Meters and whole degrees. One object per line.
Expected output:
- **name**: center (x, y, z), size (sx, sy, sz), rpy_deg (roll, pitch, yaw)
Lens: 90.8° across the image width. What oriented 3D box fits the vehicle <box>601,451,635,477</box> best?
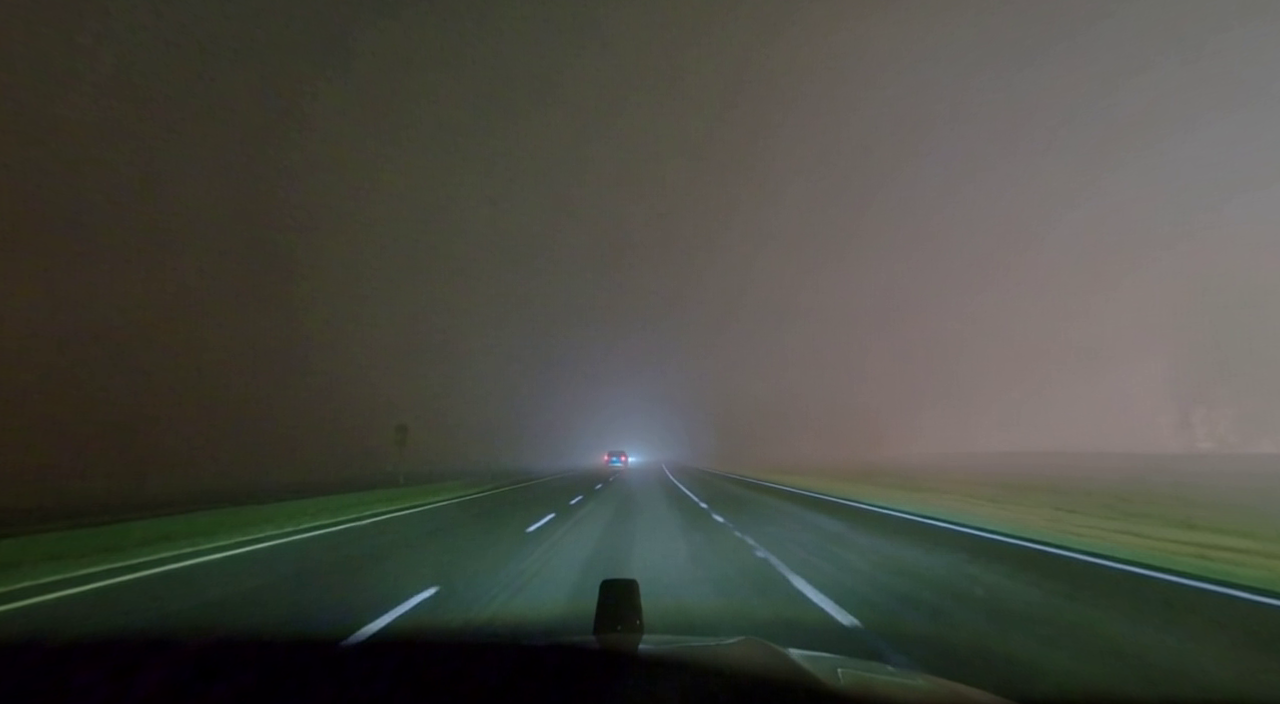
- **vehicle**: center (-1.473, 7.629, 43.282), size (2.053, 1.647, 4.252), rpy_deg (0, -9, 2)
